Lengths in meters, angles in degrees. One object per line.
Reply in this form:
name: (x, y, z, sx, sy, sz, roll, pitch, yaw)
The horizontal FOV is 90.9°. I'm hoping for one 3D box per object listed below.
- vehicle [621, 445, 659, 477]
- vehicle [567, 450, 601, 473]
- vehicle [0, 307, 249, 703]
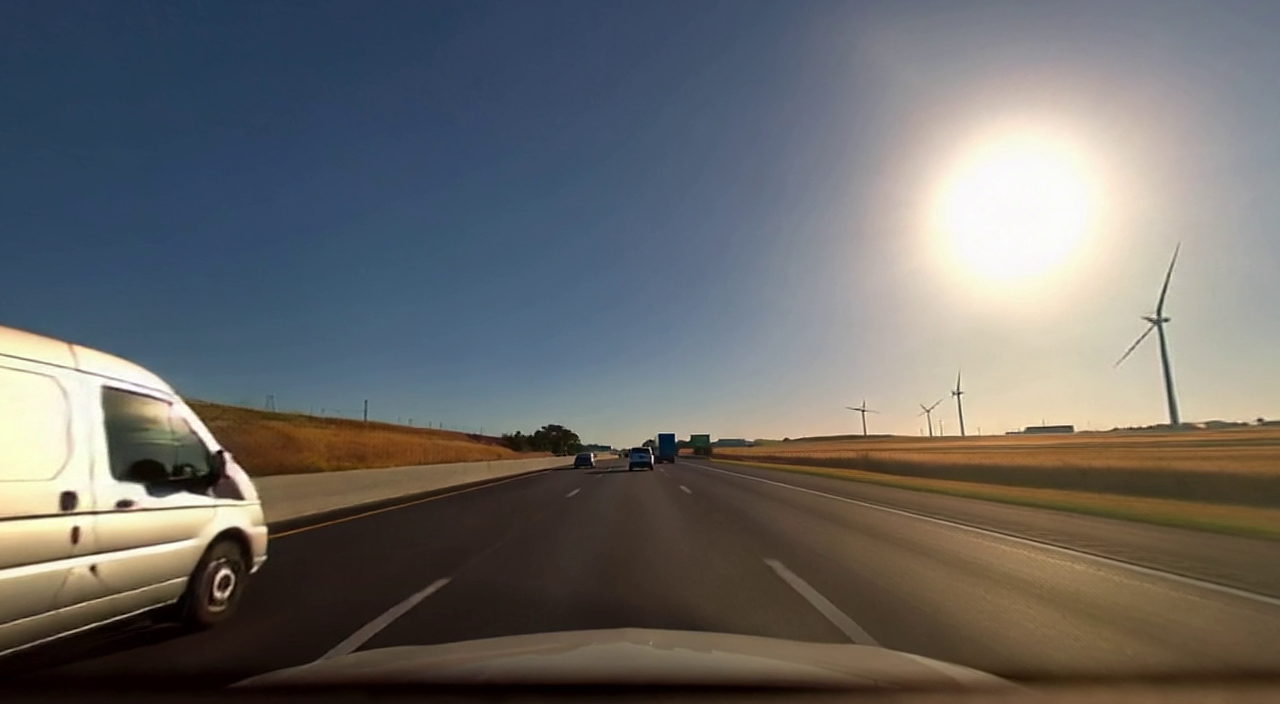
vehicle: (-0.018, 6.303, 36.676, 2.083, 1.689, 4.083, 0, -9, -1)
vehicle: (-3.875, 7.656, 44.345, 1.984, 1.491, 4.341, 0, -9, 0)
vehicle: (-4.139, 0.711, 2.432, 2.238, 1.984, 4.650, 0, -9, 0)
